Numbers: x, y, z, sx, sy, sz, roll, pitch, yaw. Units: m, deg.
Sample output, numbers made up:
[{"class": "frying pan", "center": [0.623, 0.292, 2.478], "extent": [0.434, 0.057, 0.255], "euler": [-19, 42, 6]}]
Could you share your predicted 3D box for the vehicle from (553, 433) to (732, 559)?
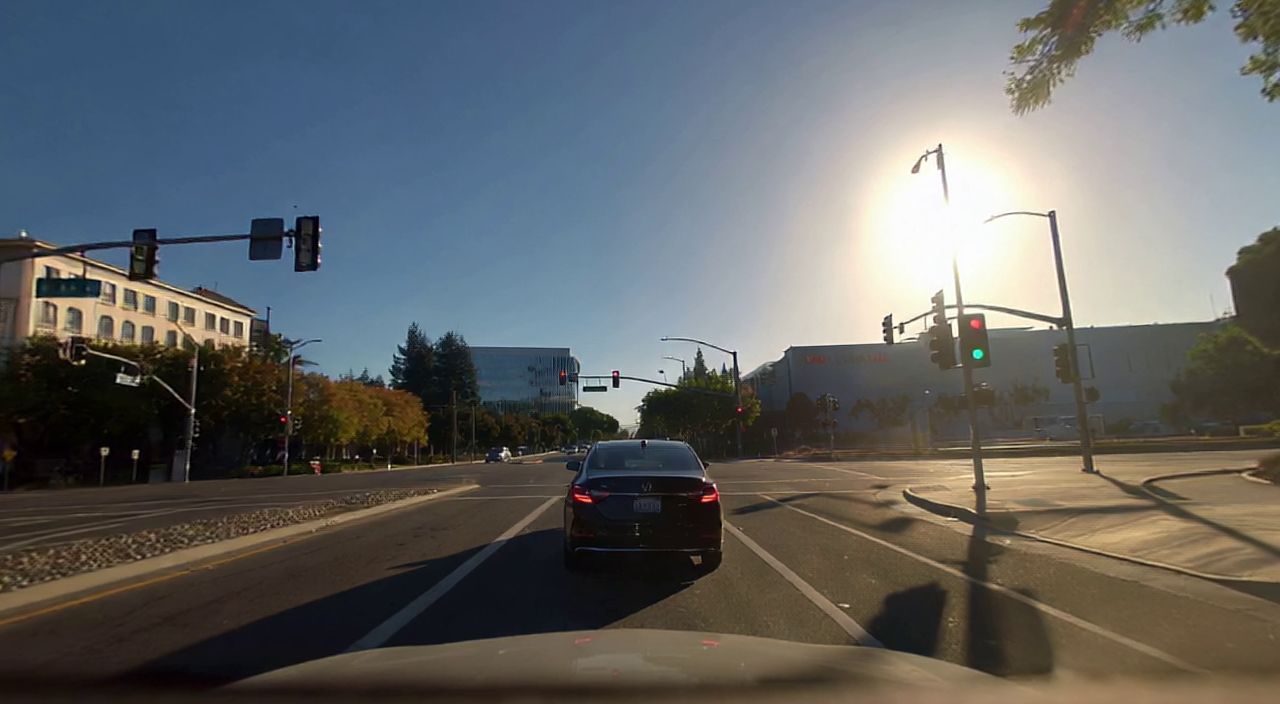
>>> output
[{"class": "vehicle", "center": [-0.005, 1.998, 9.500], "extent": [2.107, 1.470, 3.974], "euler": [0, -9, -1]}]
